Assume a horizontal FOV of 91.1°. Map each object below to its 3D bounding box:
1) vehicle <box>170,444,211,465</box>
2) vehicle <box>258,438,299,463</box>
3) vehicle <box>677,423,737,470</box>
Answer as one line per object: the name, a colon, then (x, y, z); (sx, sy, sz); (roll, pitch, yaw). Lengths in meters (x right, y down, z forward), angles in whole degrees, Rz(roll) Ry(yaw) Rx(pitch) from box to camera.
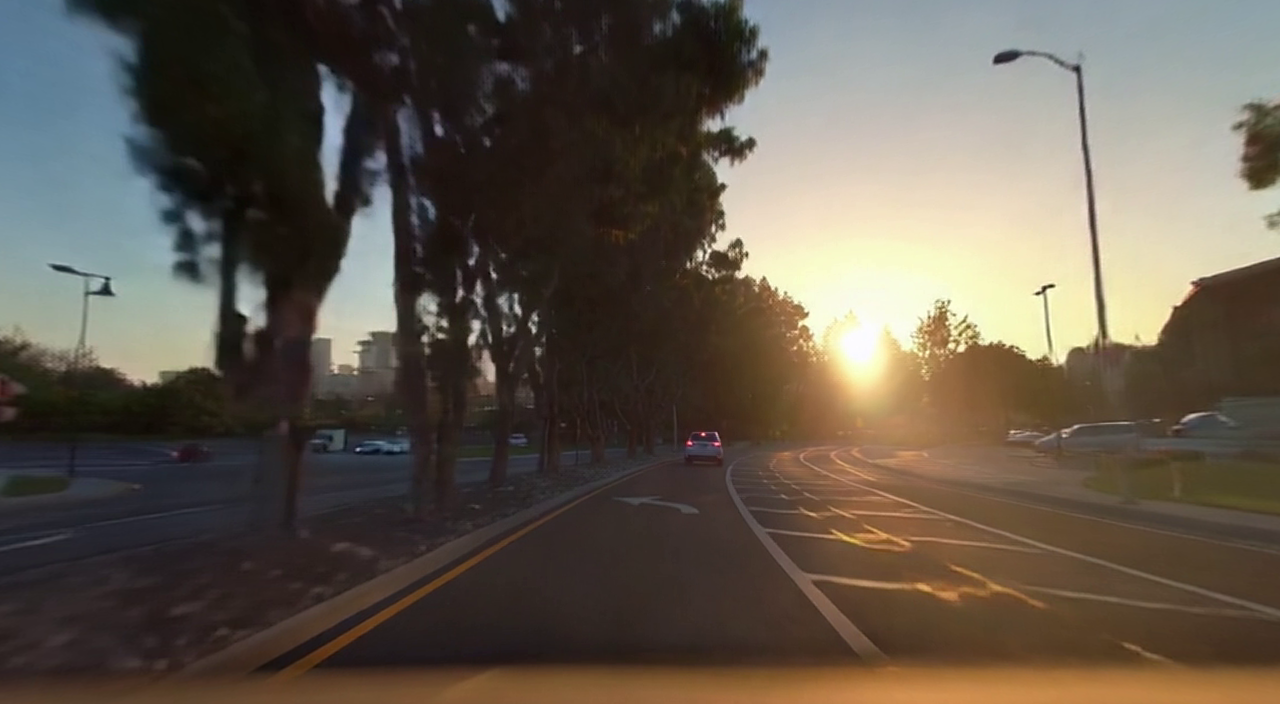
vehicle: (-33.686, 7.664, 47.148); (1.983, 1.491, 4.333); (5, -10, -29)
vehicle: (-28.656, 7.793, 49.873); (2.123, 1.834, 4.749); (4, -9, -23)
vehicle: (3.234, 4.381, 29.224); (2.371, 1.926, 5.615); (-1, -9, 10)
